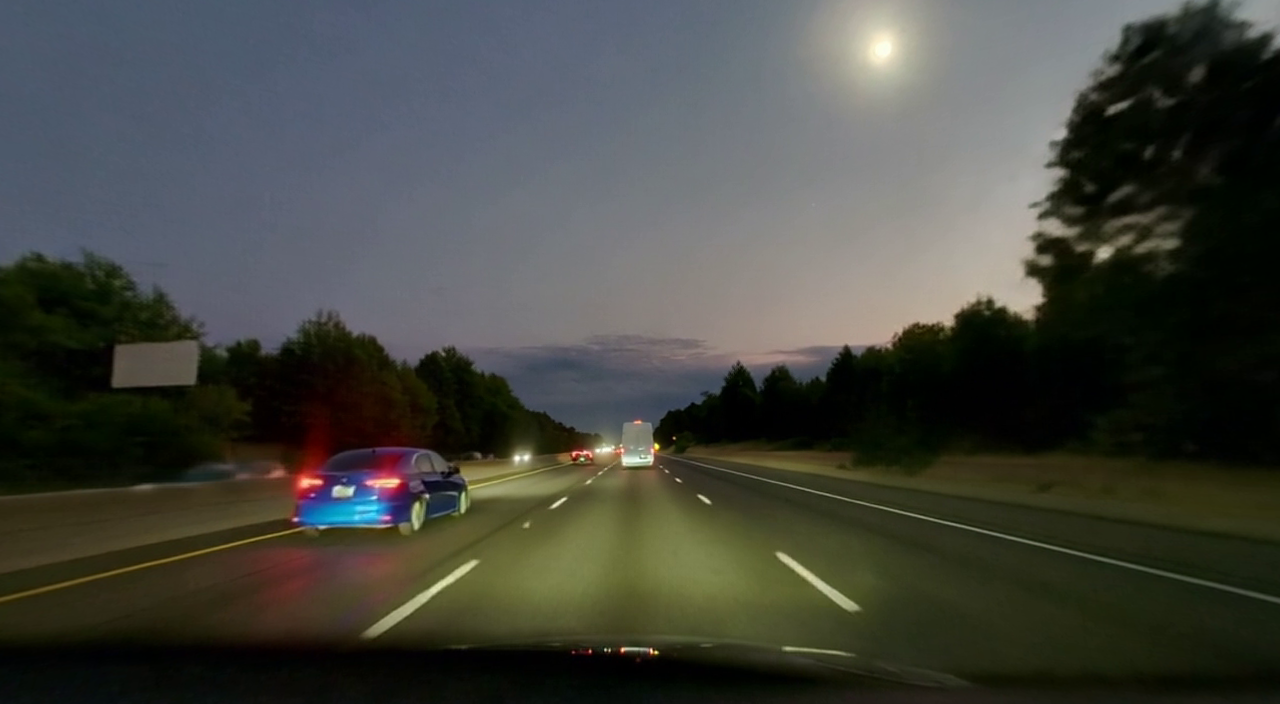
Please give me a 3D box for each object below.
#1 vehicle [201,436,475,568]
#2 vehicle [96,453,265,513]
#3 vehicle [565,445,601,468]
[{"bbox_3d":[-4.069,2.071,9.552,1.916,1.506,4.476,0,-9,0],"label":"vehicle"},{"bbox_3d":[-13.688,3.872,19.163,2.001,1.574,4.157,0,-9,0],"label":"vehicle"},{"bbox_3d":[-4.334,7.971,48.267,2.311,1.655,4.382,0,-9,0],"label":"vehicle"}]
